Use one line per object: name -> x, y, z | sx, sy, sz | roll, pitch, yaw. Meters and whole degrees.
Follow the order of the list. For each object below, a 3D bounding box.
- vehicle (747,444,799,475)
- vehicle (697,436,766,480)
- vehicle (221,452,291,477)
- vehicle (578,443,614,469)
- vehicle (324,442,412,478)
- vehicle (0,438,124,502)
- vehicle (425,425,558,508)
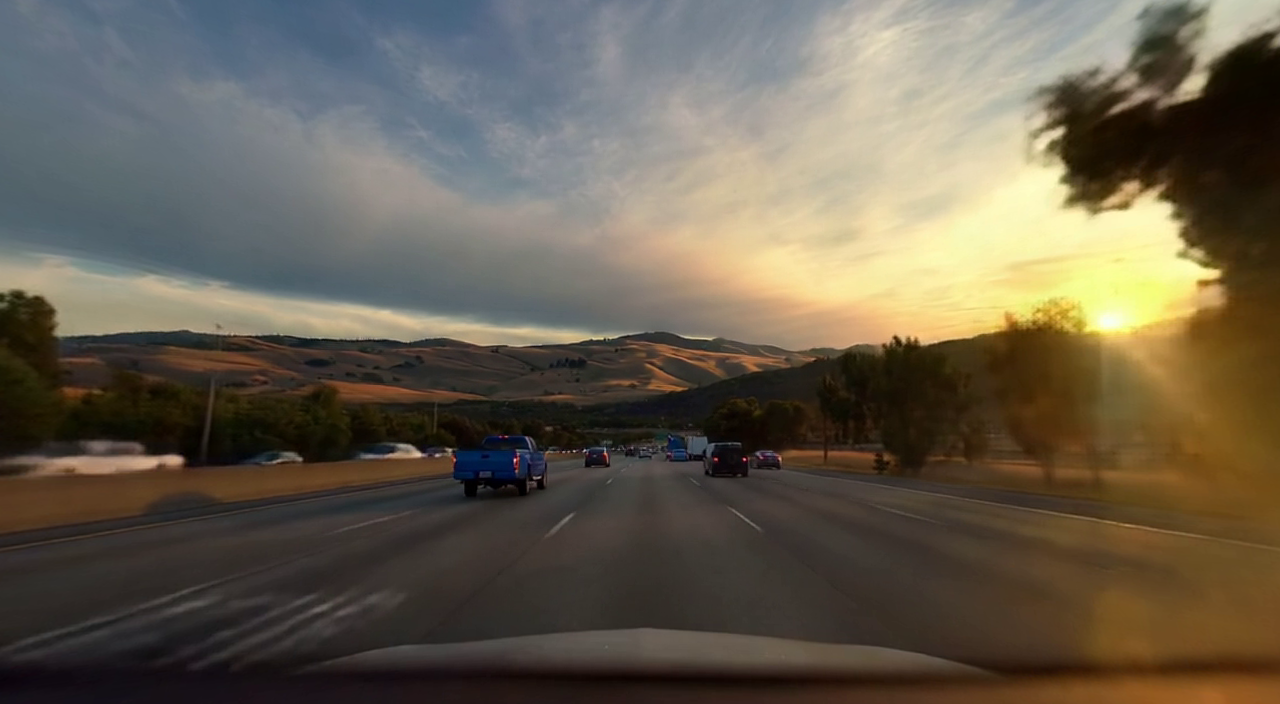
vehicle -> 7.989, 6.471, 38.244 | 2.104, 1.724, 4.701 | 0, -8, 0
vehicle -> 4.329, 5.109, 30.805 | 2.424, 1.952, 5.611 | 0, -8, -1
vehicle -> -25.155, 7.353, 41.542 | 1.769, 1.450, 4.479 | 0, -8, 1
vehicle -> -3.187, 7.611, 46.534 | 2.235, 1.785, 4.386 | 0, -8, 1
vehicle -> -13.054, 5.185, 30.684 | 2.126, 1.607, 4.817 | 0, -8, 0
vehicle -> -17.134, 3.192, 17.396 | 1.963, 1.590, 4.486 | 0, -8, 1
vehicle -> -3.708, 2.968, 16.906 | 2.227, 1.853, 5.161 | 0, -8, 1
